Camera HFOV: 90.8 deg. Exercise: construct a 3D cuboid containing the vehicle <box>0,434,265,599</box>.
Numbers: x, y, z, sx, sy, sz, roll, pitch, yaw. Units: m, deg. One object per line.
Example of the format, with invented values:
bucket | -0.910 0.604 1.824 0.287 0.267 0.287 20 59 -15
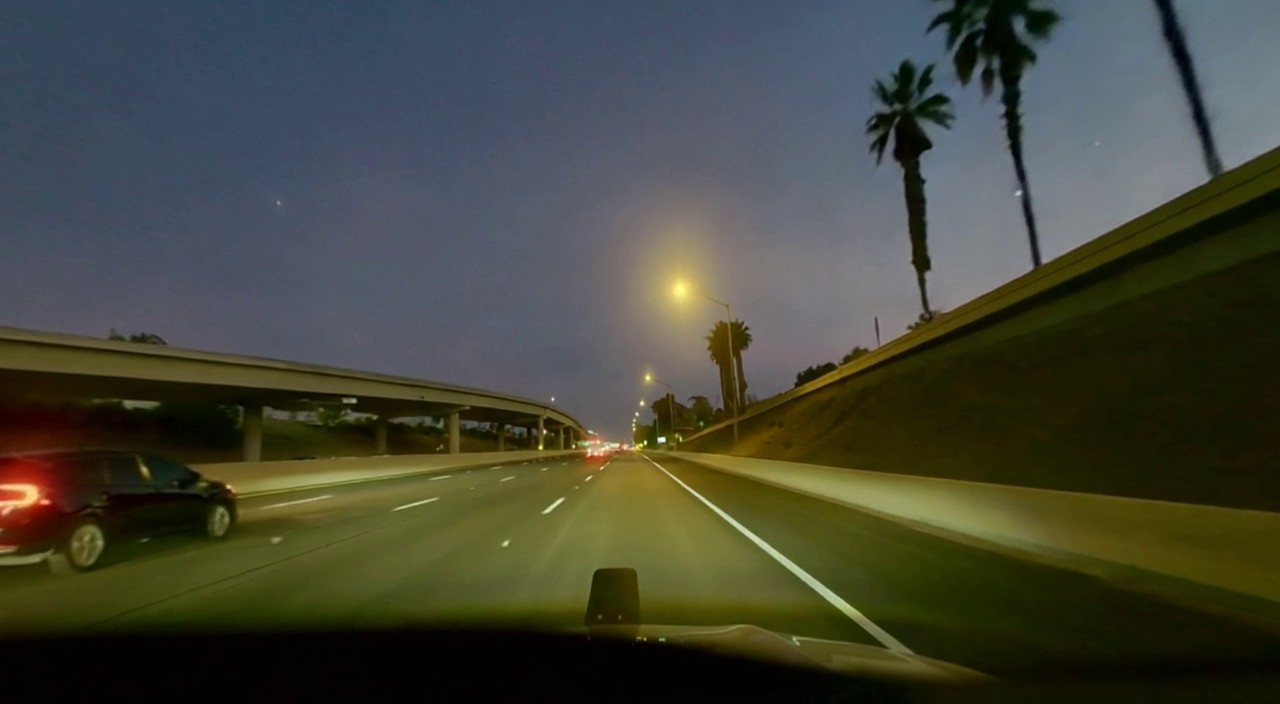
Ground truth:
vehicle | -6.880 1.812 7.785 1.914 1.503 4.268 0 -8 -1
